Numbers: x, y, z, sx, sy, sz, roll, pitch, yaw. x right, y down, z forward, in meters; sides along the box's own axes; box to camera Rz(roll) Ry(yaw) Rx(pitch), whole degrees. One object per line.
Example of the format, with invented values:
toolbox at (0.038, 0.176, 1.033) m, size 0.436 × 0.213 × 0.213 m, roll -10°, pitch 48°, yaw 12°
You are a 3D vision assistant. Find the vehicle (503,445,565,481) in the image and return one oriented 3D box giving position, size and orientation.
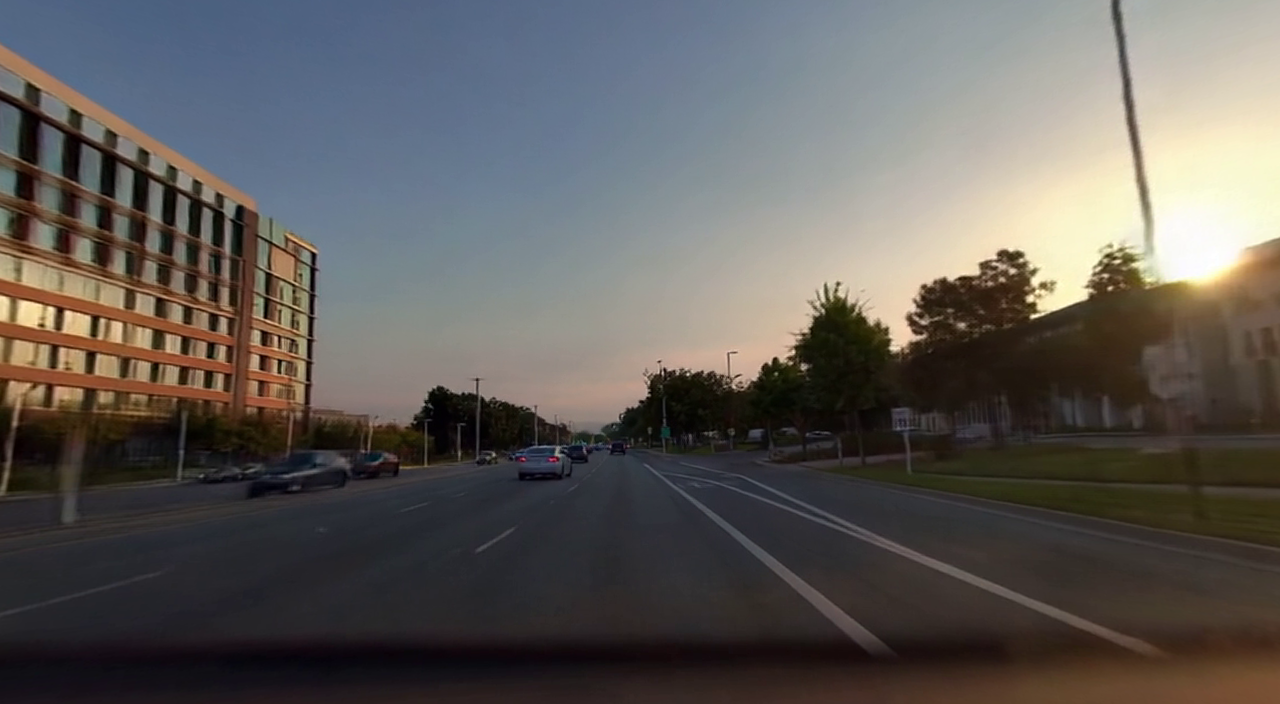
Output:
vehicle at (-4.553, 4.833, 27.811) m, size 2.025 × 1.474 × 4.292 m, roll 0°, pitch -9°, yaw -1°

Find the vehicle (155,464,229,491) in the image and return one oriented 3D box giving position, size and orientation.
vehicle at (-30.853, 8.633, 43.714) m, size 2.051 × 1.598 × 4.439 m, roll 0°, pitch -9°, yaw -4°

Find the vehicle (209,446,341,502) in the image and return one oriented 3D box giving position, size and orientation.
vehicle at (-12.896, 4.301, 22.729) m, size 2.150 × 1.721 × 4.465 m, roll -1°, pitch -9°, yaw -1°

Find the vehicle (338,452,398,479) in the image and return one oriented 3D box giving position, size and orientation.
vehicle at (-18.159, 7.550, 42.383) m, size 1.951 × 1.679 × 4.463 m, roll 0°, pitch -9°, yaw 1°
